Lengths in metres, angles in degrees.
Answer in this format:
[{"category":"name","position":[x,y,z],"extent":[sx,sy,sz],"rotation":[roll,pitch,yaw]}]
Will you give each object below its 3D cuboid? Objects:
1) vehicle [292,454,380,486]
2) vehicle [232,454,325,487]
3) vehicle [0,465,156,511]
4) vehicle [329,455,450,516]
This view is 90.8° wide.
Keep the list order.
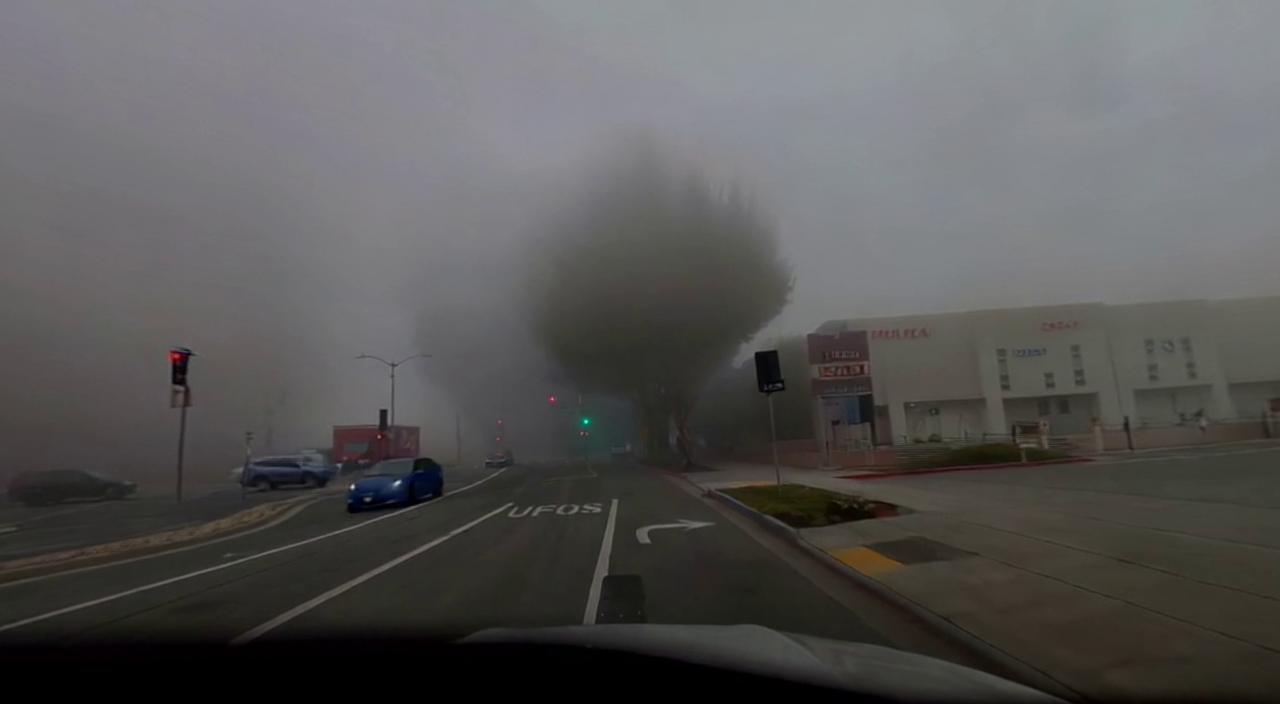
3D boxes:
[{"category":"vehicle","position":[-18.161,7.005,37.985],"extent":[2.101,1.721,4.587],"rotation":[-3,-9,17]},{"category":"vehicle","position":[-21.686,7.106,38.116],"extent":[2.025,1.756,4.749],"rotation":[-2,-9,15]},{"category":"vehicle","position":[-22.022,5.268,24.782],"extent":[1.928,1.490,4.462],"rotation":[-4,-9,16]},{"category":"vehicle","position":[-7.328,3.922,19.036],"extent":[1.899,1.517,4.384],"rotation":[0,-9,-1]}]
